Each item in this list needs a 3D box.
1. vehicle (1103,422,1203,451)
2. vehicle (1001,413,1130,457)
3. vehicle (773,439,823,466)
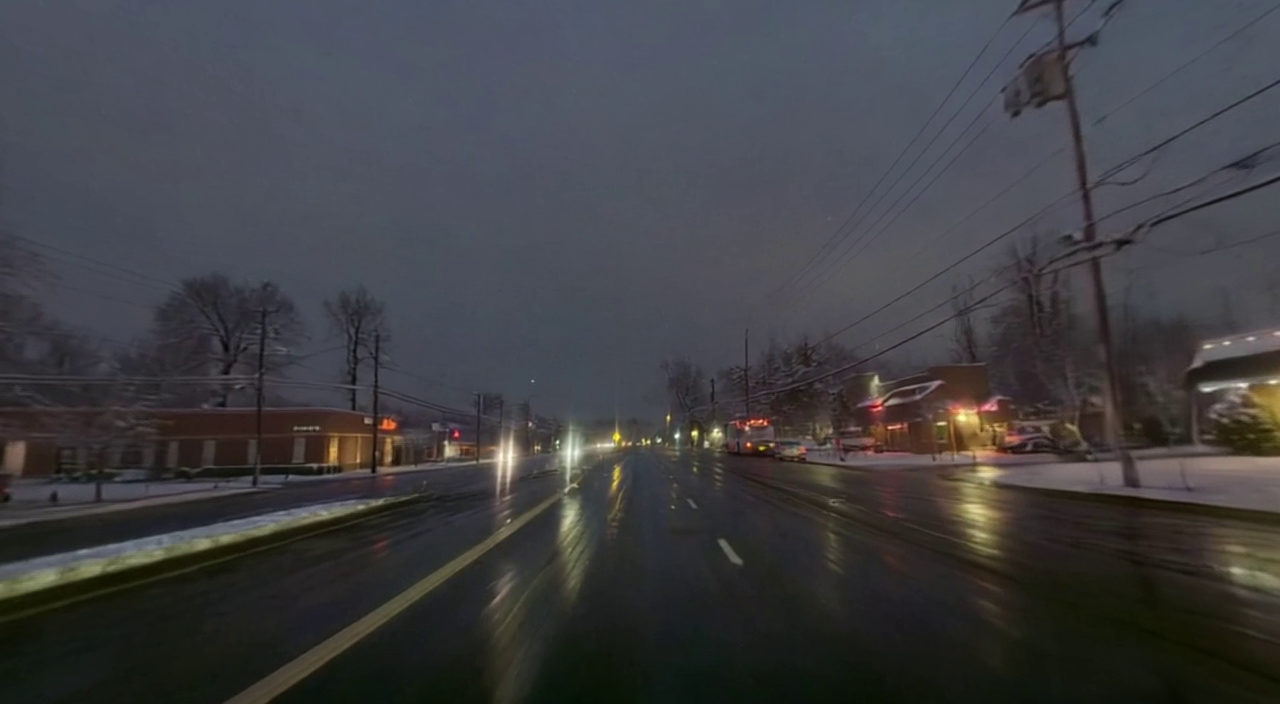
[{"bbox_3d":[28.528,4.761,35.306,1.811,1.478,4.266,-1,-8,-4],"label":"vehicle"},{"bbox_3d":[23.257,4.595,35.024,2.529,2.138,6.511,-1,-7,-1],"label":"vehicle"},{"bbox_3d":[10.262,6.555,41.362,2.085,1.630,4.403,0,-8,-1],"label":"vehicle"}]
